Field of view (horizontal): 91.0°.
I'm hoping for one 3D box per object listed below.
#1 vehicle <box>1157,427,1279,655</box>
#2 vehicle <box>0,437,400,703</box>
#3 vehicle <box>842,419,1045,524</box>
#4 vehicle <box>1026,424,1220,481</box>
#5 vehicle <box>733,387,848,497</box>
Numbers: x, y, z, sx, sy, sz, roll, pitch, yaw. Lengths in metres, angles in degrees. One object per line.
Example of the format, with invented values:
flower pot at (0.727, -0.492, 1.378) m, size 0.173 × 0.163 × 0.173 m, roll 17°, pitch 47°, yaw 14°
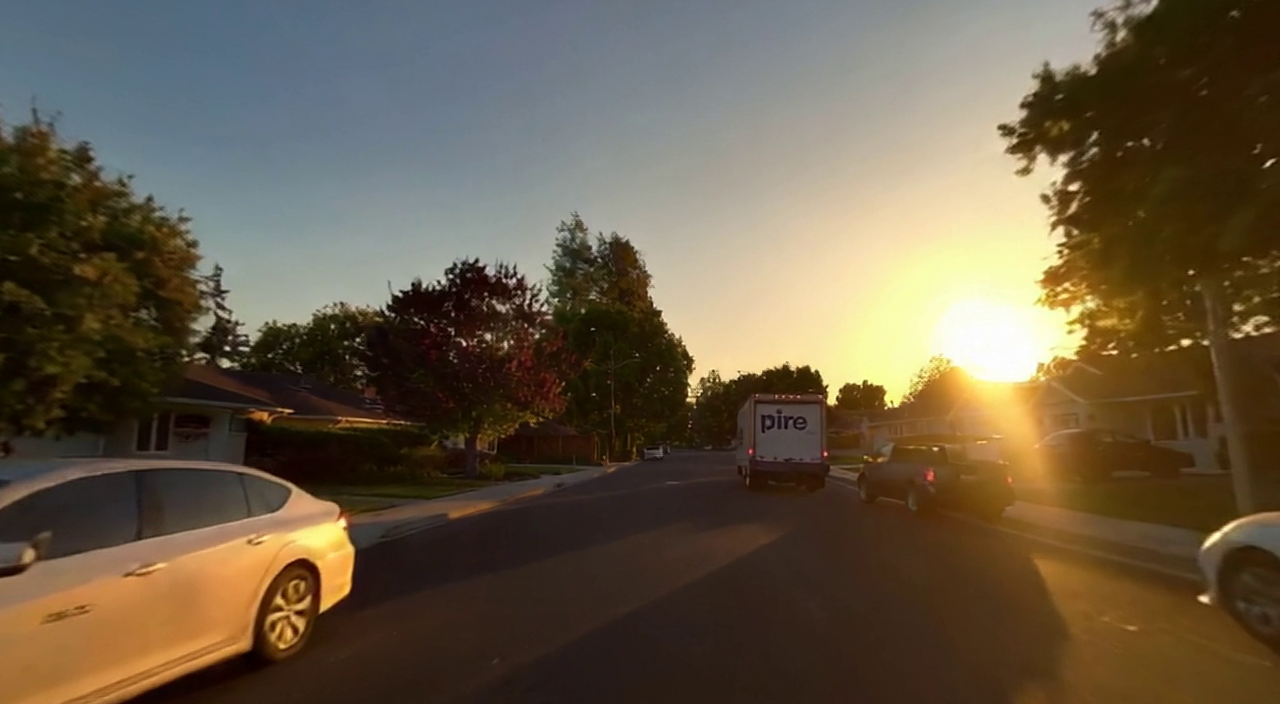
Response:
vehicle at (5.169, 1.068, 2.856) m, size 1.943 × 1.511 × 4.582 m, roll -1°, pitch -8°, yaw 4°
vehicle at (-3.318, 1.124, 2.926) m, size 1.938 × 1.402 × 5.095 m, roll 2°, pitch -9°, yaw 6°
vehicle at (6.283, 2.517, 13.802) m, size 2.410 × 1.902 × 4.277 m, roll -1°, pitch -8°, yaw 3°
vehicle at (15.117, 3.163, 19.910) m, size 4.418 × 1.695 × 1.931 m, roll 0°, pitch -8°, yaw 2°
vehicle at (4.749, 3.068, 21.436) m, size 2.924 × 3.018 × 7.600 m, roll -1°, pitch -9°, yaw 7°
